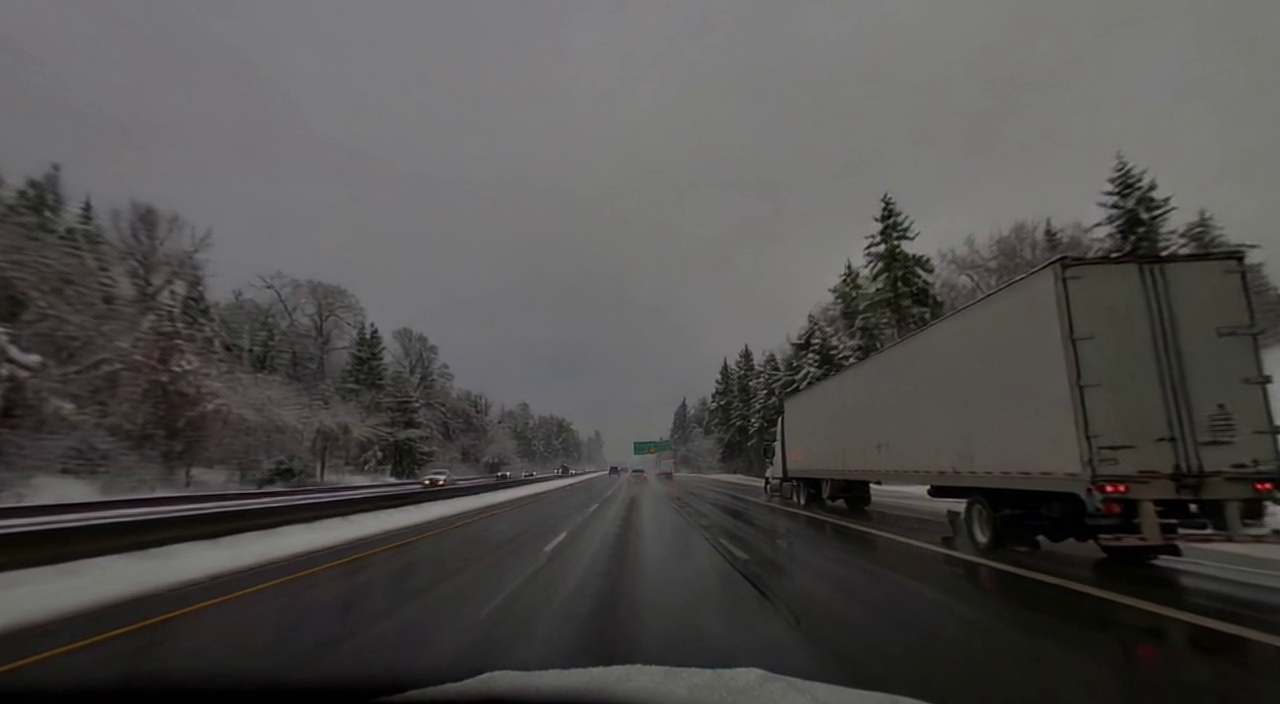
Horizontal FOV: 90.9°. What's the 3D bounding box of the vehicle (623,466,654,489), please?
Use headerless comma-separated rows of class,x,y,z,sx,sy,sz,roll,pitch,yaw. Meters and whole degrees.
vehicle,-0.111,8.687,43.709,2.029,1.459,3.684,1,-10,0

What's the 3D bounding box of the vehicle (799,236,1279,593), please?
vehicle,6.851,1.872,14.028,2.926,4.073,13.836,1,-10,0
